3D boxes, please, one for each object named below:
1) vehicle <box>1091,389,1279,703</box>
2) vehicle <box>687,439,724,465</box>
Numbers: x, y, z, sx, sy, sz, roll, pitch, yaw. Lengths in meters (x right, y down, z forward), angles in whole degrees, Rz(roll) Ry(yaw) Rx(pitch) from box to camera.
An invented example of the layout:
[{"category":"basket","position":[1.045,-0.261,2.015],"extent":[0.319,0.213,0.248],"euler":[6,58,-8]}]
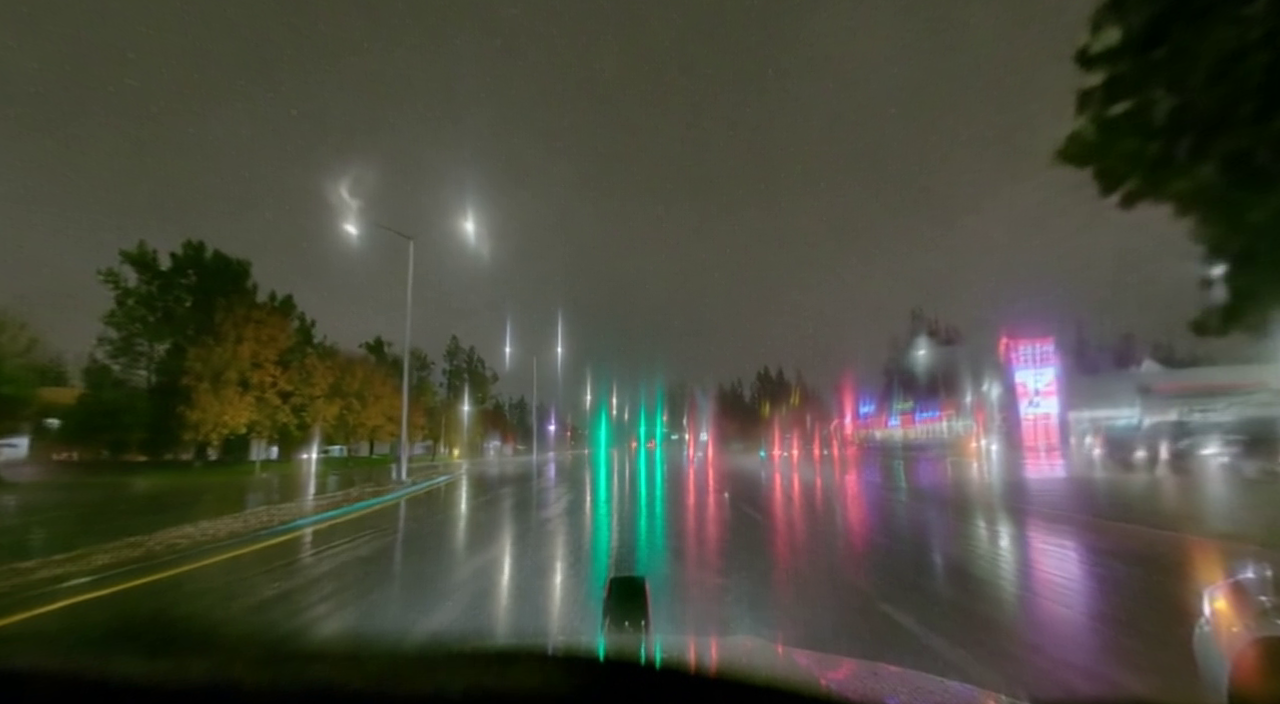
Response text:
[{"category":"vehicle","position":[3.529,0.708,1.108],"extent":[1.995,1.528,4.732],"euler":[0,-8,1]},{"category":"vehicle","position":[4.346,6.729,42.553],"extent":[2.007,1.683,4.171],"euler":[0,-8,-1]}]
